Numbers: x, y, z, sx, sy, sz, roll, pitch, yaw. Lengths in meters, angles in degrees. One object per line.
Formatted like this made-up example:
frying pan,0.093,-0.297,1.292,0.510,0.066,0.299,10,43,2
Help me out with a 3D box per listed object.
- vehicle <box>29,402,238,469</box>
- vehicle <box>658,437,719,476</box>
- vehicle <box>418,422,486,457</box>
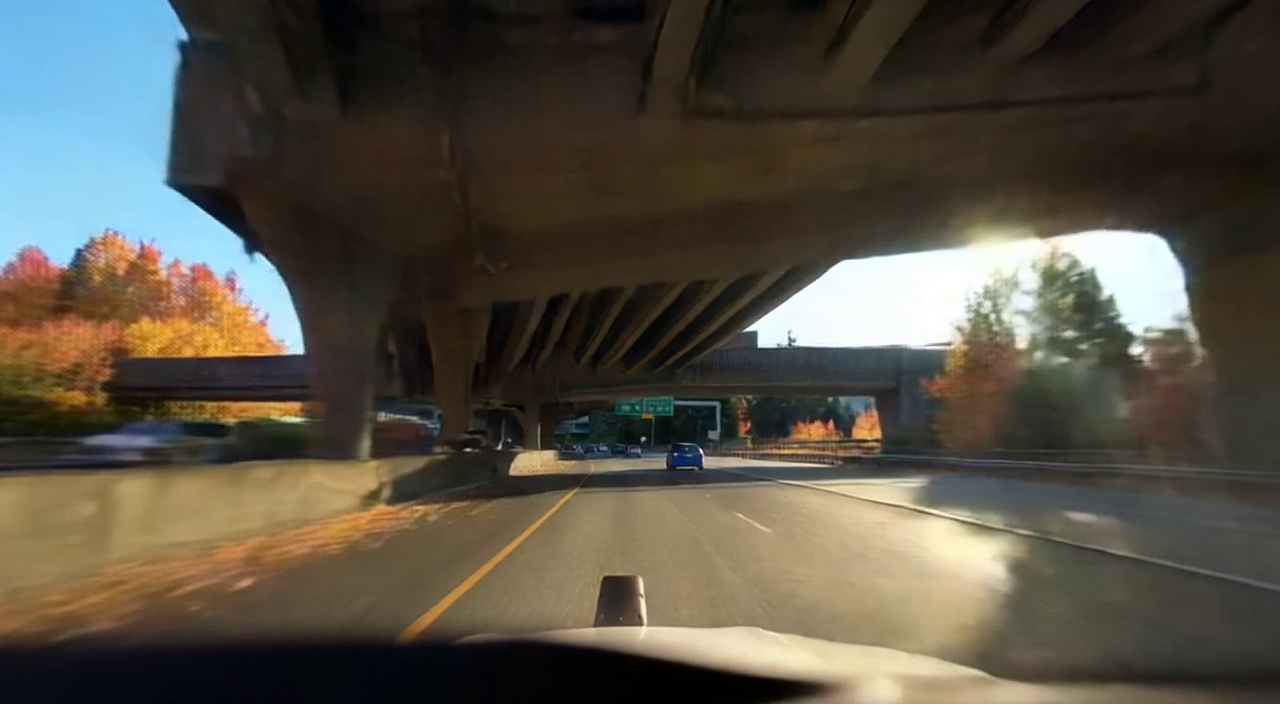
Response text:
vehicle,-13.295,2.302,16.925,1.983,1.522,4.458,0,-9,-1
vehicle,2.148,4.814,28.930,2.337,1.633,4.222,0,-9,-2
vehicle,-9.300,4.432,31.442,2.065,1.627,4.696,0,-9,-2
